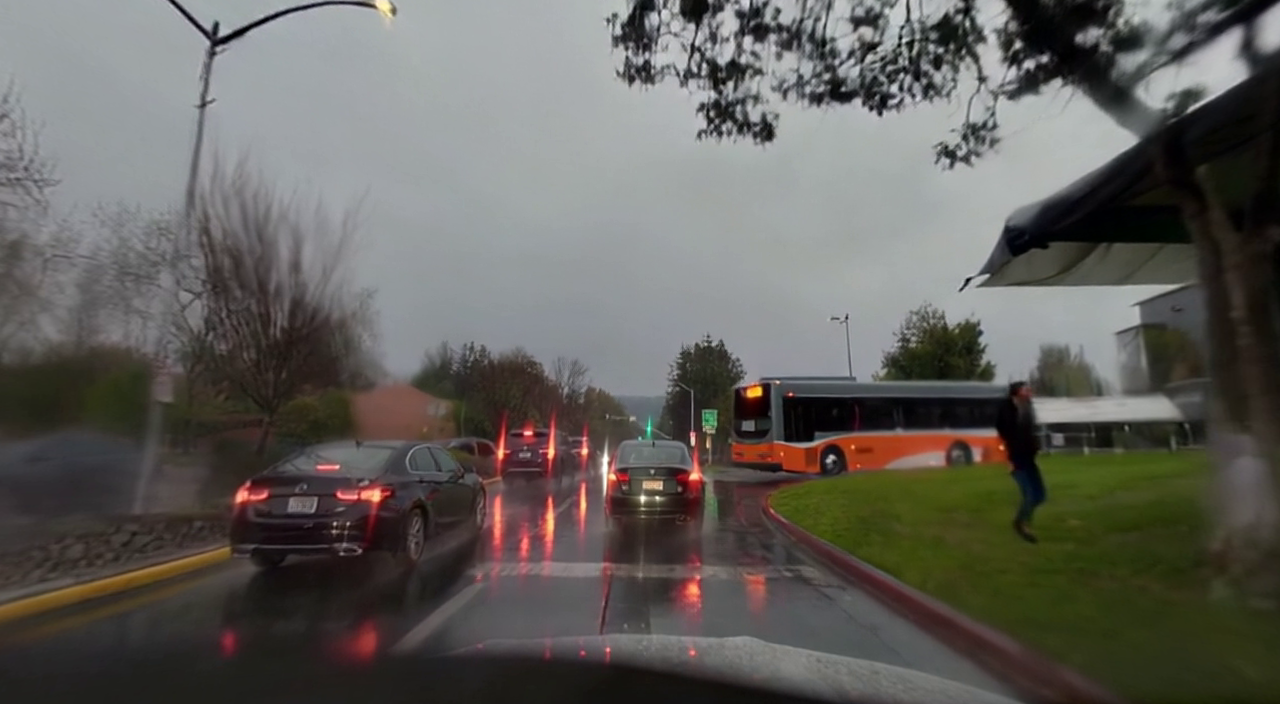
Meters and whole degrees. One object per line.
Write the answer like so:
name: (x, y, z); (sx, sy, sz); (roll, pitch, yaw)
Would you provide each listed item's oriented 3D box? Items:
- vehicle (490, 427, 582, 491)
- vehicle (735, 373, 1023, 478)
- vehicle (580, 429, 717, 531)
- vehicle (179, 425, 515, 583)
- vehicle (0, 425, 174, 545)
vehicle: (-3.104, 3.315, 19.904); (2.017, 1.761, 4.572); (0, -8, 2)
vehicle: (8.650, 2.713, 22.781); (9.977, 3.303, 2.948); (3, -9, -19)
vehicle: (0.200, 2.184, 11.290); (2.020, 1.478, 3.922); (-1, -8, 2)
vehicle: (-3.289, 1.789, 8.348); (1.953, 1.480, 4.522); (-1, -8, 5)
vehicle: (-9.918, 2.017, 9.865); (2.086, 1.656, 4.010); (0, -8, 1)
